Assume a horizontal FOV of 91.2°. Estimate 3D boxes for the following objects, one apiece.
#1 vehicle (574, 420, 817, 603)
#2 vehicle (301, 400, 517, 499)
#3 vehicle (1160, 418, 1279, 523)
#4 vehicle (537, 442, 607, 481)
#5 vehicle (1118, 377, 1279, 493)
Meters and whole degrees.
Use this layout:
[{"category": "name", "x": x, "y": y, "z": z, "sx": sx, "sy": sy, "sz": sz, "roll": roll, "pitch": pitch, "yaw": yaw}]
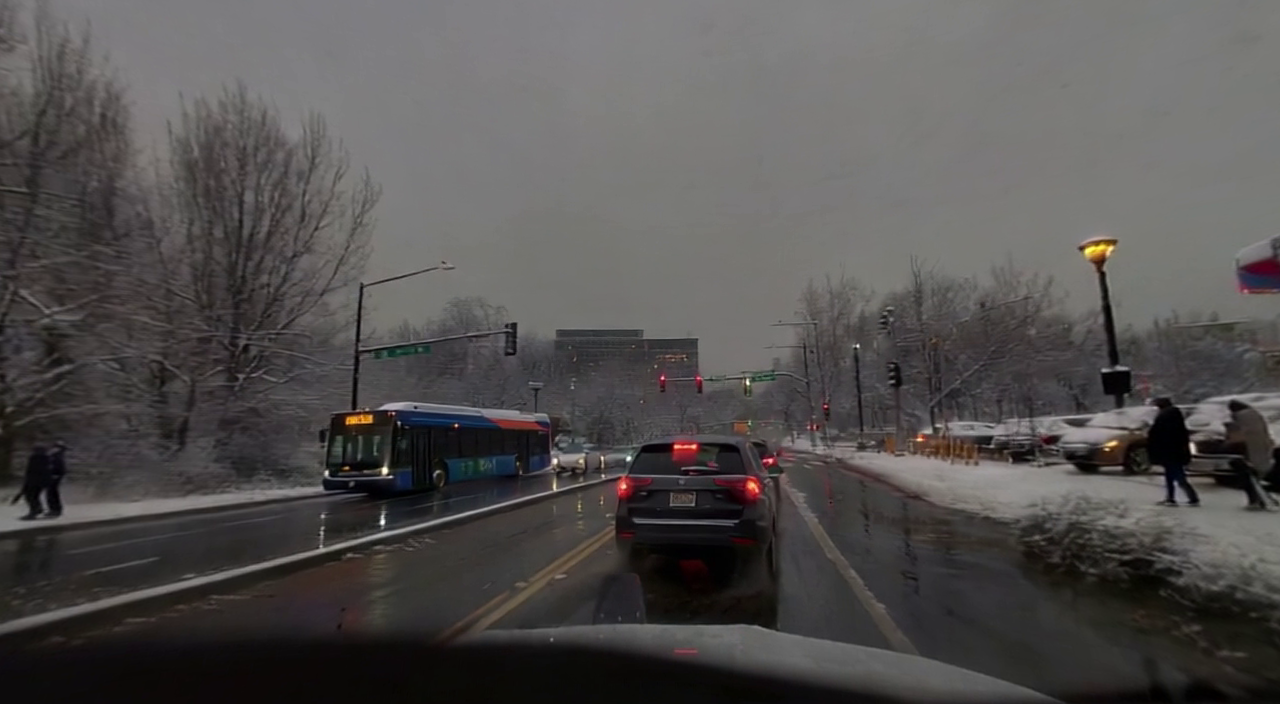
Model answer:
[{"category": "vehicle", "x": 0.828, "y": 1.676, "z": 7.485, "sx": 2.092, "sy": 1.507, "sz": 4.078, "roll": -2, "pitch": -9, "yaw": 11}, {"category": "vehicle", "x": -8.820, "y": 4.119, "z": 26.558, "sx": 3.189, "sy": 3.205, "sz": 11.526, "roll": -2, "pitch": -9, "yaw": 9}, {"category": "vehicle", "x": 11.418, "y": 1.664, "z": 9.480, "sx": 4.894, "sy": 1.451, "sz": 2.089, "roll": -5, "pitch": -10, "yaw": 11}, {"category": "vehicle", "x": -3.212, "y": 5.298, "z": 30.645, "sx": 2.263, "sy": 1.707, "sz": 4.640, "roll": -1, "pitch": -9, "yaw": 8}, {"category": "vehicle", "x": 12.571, "y": 1.586, "z": 11.903, "sx": 4.856, "sy": 2.020, "sz": 2.311, "roll": -2, "pitch": -9, "yaw": 12}]
